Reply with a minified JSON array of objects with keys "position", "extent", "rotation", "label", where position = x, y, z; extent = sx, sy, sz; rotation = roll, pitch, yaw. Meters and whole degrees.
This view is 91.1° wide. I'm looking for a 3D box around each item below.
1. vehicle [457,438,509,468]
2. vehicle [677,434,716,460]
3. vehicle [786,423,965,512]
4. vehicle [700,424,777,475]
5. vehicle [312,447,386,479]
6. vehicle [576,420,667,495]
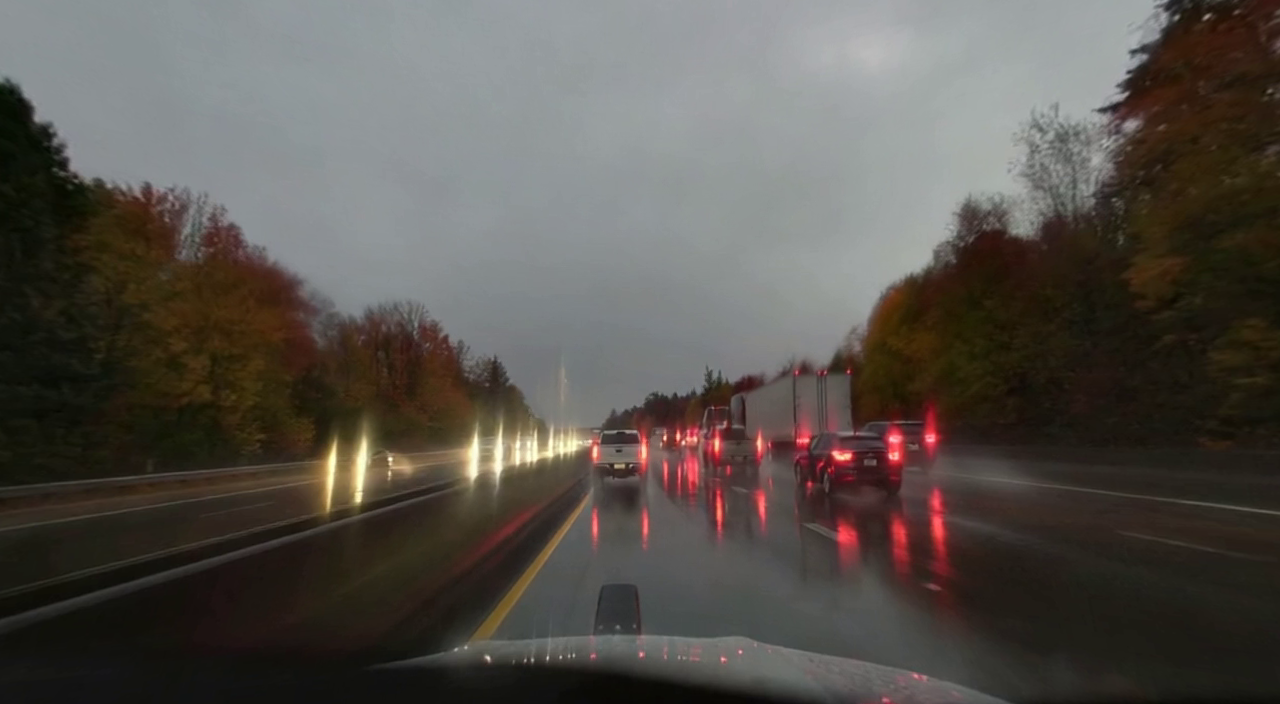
[{"position":[-9.170,5.903,37.057],"extent":[2.051,1.679,4.148],"rotation":[0,-8,0],"label":"vehicle"},{"position":[3.409,5.824,38.721],"extent":[1.865,1.471,3.916],"rotation":[0,-8,-2],"label":"vehicle"},{"position":[4.567,2.274,12.970],"extent":[2.040,1.523,4.068],"rotation":[0,-8,-1],"label":"vehicle"},{"position":[3.571,3.605,23.547],"extent":[2.147,1.707,3.963],"rotation":[0,-8,-2],"label":"vehicle"},{"position":[-15.392,5.877,33.508],"extent":[1.976,1.500,4.233],"rotation":[0,-8,-1],"label":"vehicle"},{"position":[-0.474,2.741,16.783],"extent":[2.087,1.709,4.455],"rotation":[0,-8,-1],"label":"vehicle"}]
